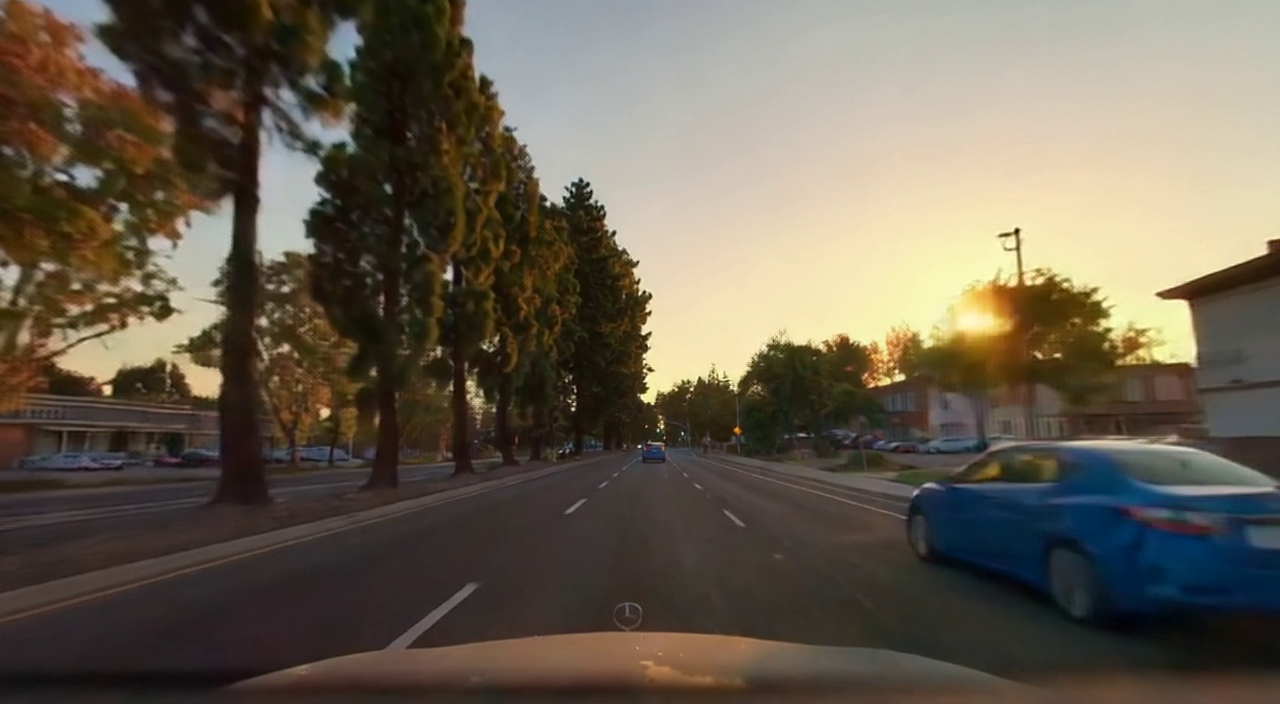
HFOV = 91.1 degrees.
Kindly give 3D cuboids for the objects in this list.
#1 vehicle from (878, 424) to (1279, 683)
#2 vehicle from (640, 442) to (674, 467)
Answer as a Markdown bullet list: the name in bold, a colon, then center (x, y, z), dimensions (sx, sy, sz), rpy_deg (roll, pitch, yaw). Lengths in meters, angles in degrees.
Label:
- **vehicle**: center (4.198, 1.514, 5.989), dimensions (2.053, 1.482, 4.568), rpy_deg (0, -8, 0)
- **vehicle**: center (1.075, 6.710, 41.336), dimensions (2.144, 1.505, 4.128), rpy_deg (0, -8, 1)
